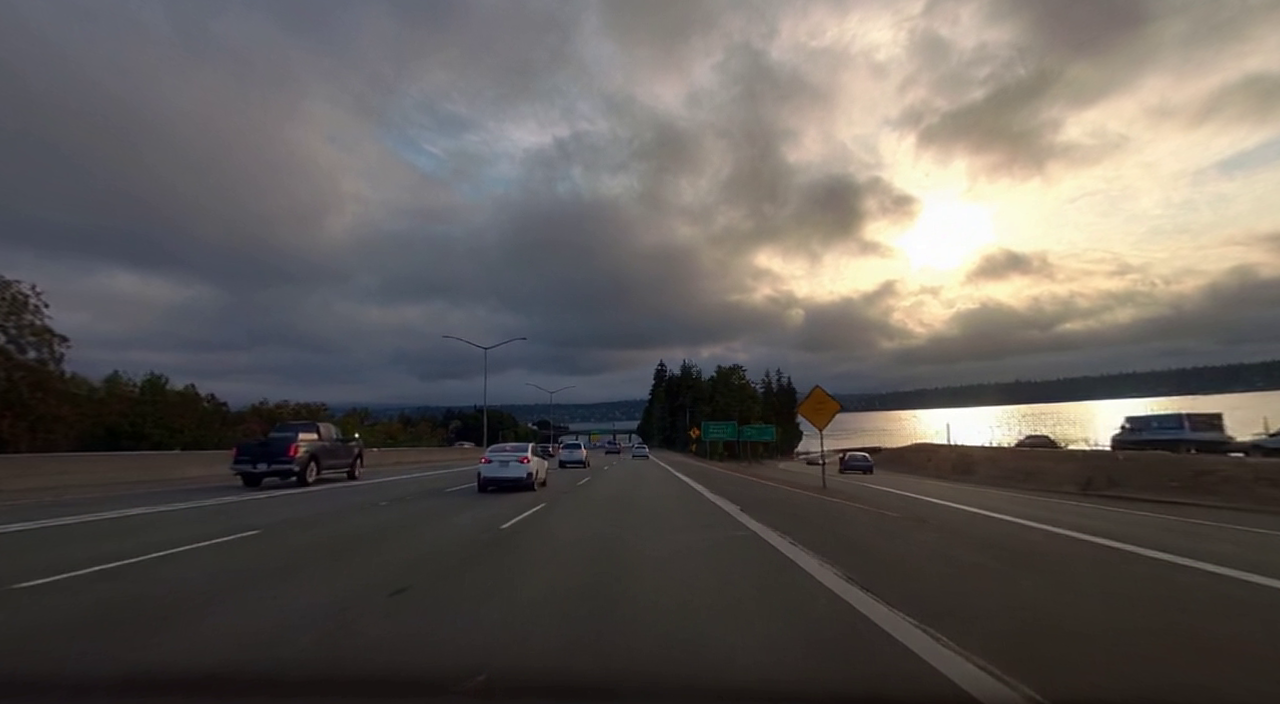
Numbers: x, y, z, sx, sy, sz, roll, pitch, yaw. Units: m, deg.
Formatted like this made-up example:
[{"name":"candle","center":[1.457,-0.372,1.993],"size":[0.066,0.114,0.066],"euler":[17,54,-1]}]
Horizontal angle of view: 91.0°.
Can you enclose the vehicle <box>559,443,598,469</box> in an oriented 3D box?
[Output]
[{"name":"vehicle","center":[-4.339,7.421,45.113],"size":[2.107,1.787,4.685],"euler":[0,-9,2]}]

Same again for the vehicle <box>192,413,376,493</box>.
[{"name":"vehicle","center":[-11.082,3.239,20.358],"size":[2.442,2.191,5.760],"euler":[0,-9,1]}]

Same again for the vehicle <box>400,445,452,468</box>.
[{"name":"vehicle","center":[-14.822,7.227,43.832],"size":[1.977,1.501,4.455],"euler":[0,-9,2]}]

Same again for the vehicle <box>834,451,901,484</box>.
[{"name":"vehicle","center":[11.823,6.013,33.079],"size":[2.153,1.510,4.646],"euler":[-1,-9,6]}]

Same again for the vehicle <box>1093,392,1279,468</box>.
[{"name":"vehicle","center":[31.500,4.710,36.795],"size":[3.997,3.685,10.600],"euler":[-3,-9,12]}]

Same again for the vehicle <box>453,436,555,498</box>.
[{"name":"vehicle","center":[-4.084,3.544,19.809],"size":[2.132,1.708,4.571],"euler":[0,-9,1]}]

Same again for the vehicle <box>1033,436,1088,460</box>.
[{"name":"vehicle","center":[32.260,7.367,48.441],"size":[1.998,1.732,4.432],"euler":[-2,-9,13]}]
